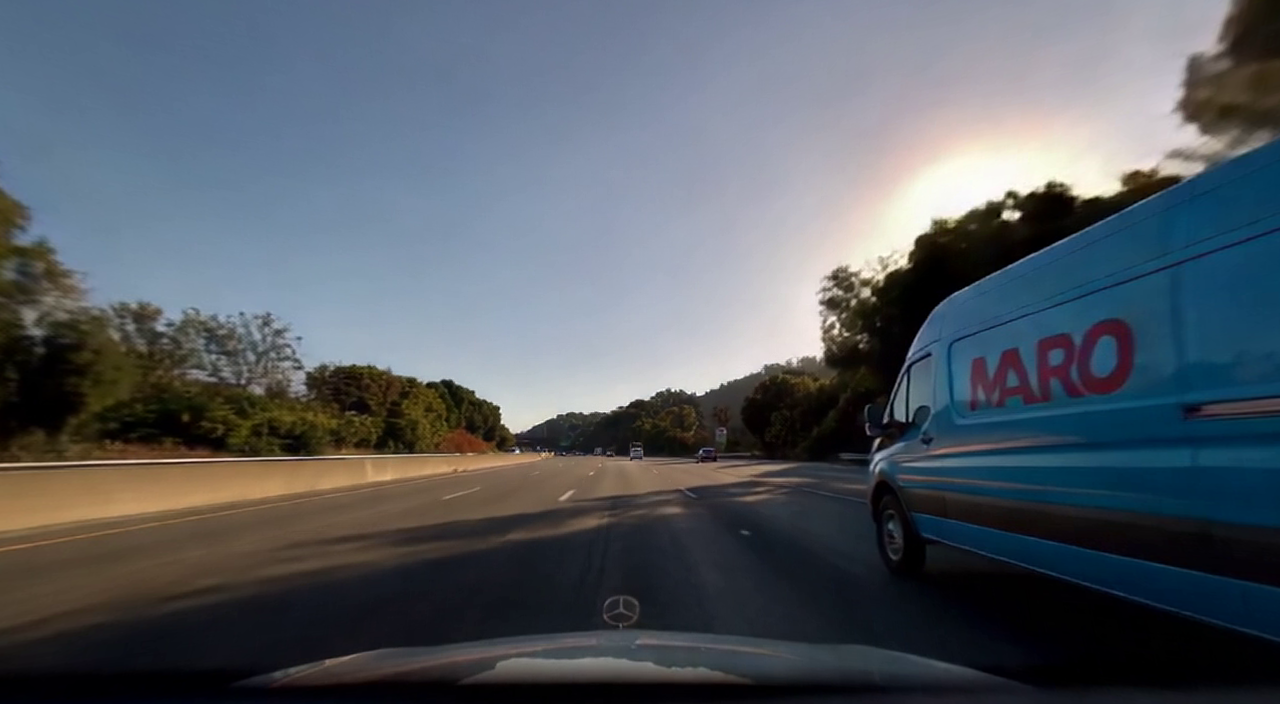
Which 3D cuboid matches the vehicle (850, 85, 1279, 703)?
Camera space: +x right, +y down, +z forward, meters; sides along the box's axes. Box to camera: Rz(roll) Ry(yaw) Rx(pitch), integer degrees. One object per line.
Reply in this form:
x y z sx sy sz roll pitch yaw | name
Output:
3.564 0.446 3.034 2.355 2.664 7.367 0 -9 -1 | vehicle
